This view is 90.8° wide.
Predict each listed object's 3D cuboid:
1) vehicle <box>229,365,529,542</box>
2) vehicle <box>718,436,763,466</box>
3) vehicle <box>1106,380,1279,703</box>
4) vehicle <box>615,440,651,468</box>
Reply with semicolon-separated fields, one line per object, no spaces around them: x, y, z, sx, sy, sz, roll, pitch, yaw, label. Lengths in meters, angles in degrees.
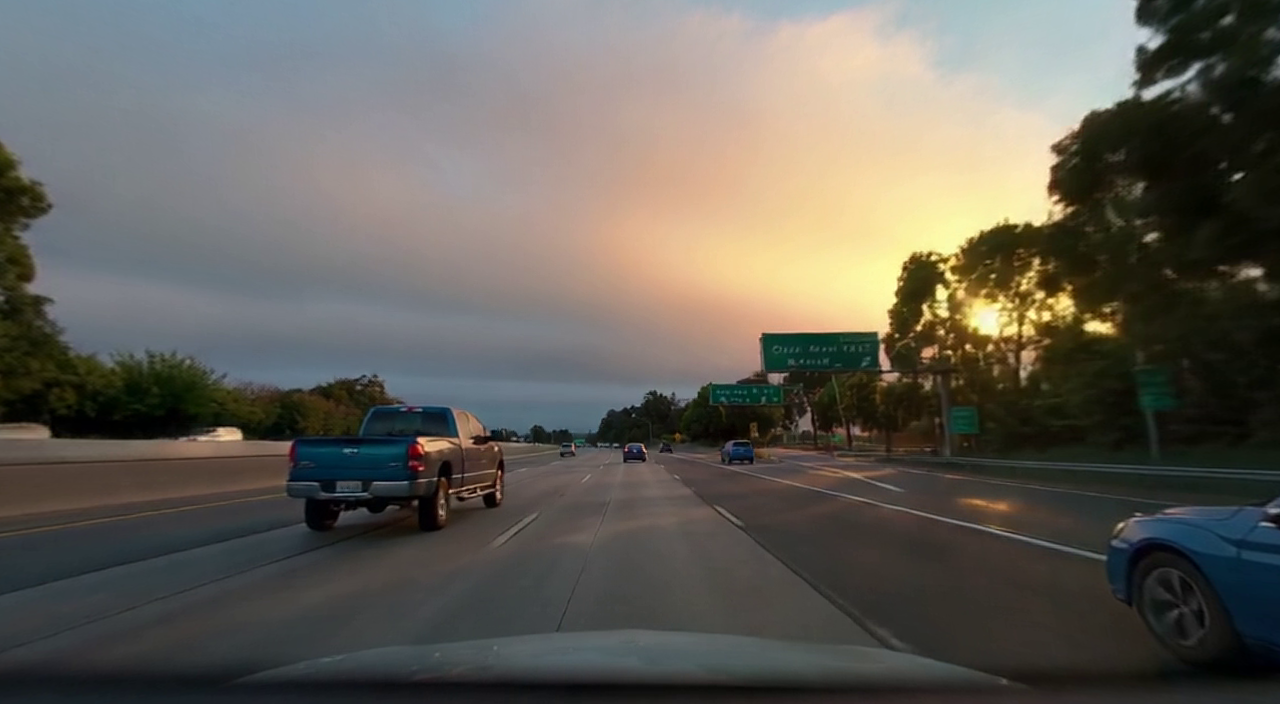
-3.759;1.698;10.903;2.592;2.179;6.034;0;-9;0;vehicle
6.752;6.758;43.126;2.103;1.898;5.310;0;-9;-1;vehicle
3.063;0.592;0.293;2.072;1.501;4.694;0;-9;-1;vehicle
-0.456;6.498;40.461;2.157;1.642;4.189;0;-9;-1;vehicle
